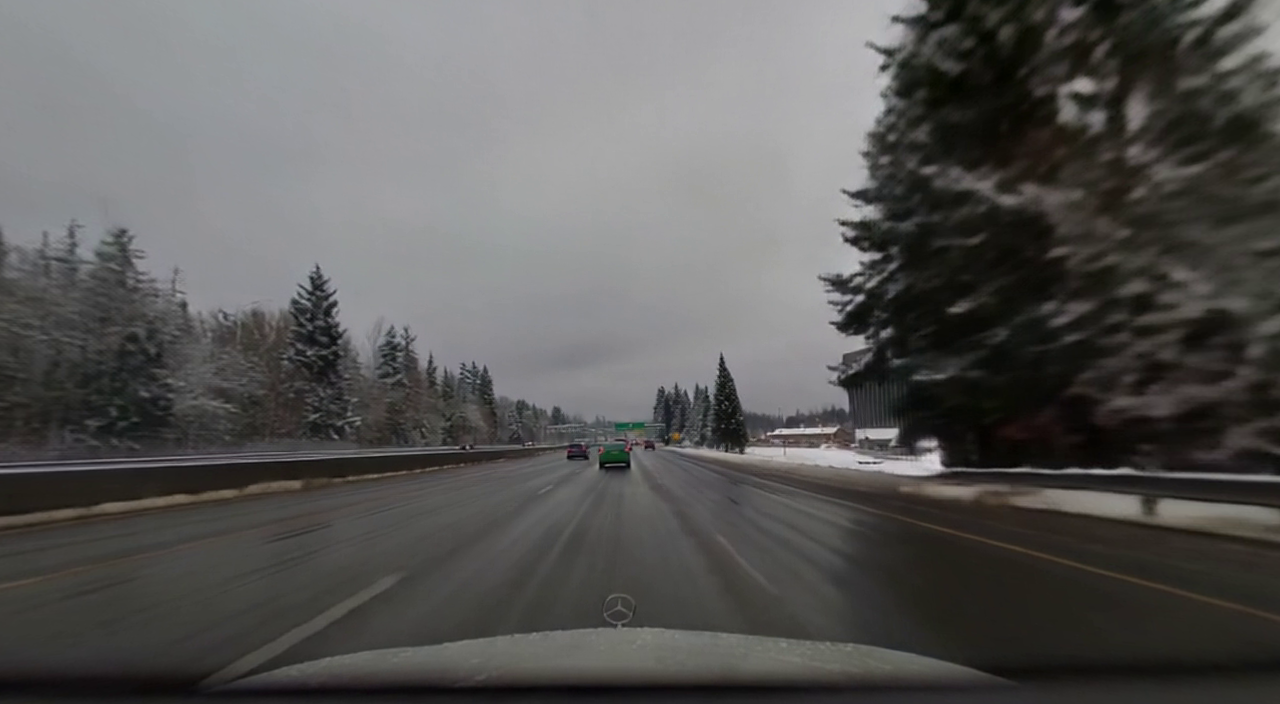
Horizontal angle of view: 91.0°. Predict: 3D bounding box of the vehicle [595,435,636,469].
[{"bbox_3d":[-1.423,5.911,37.349,2.302,1.810,4.707,0,-9,-2],"label":"vehicle"}]
